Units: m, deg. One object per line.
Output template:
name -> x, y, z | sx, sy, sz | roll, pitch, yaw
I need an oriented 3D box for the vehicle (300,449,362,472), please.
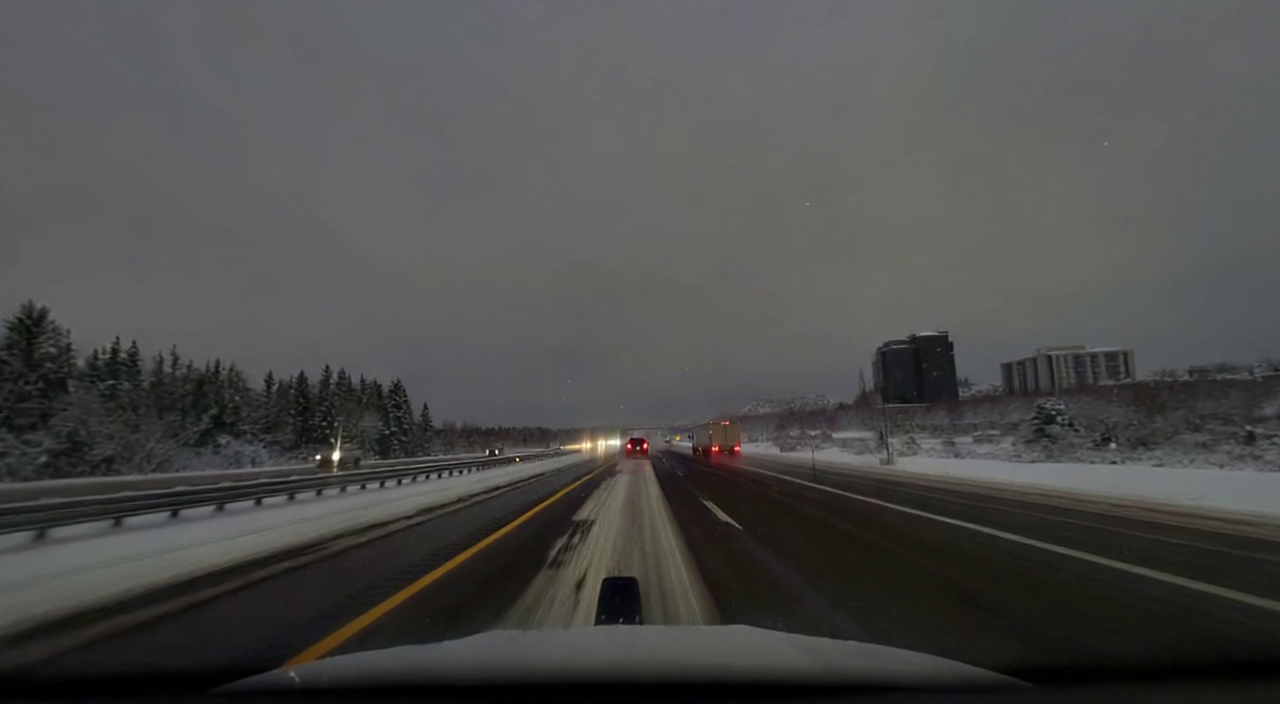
vehicle -> -21.666, 7.576, 44.447 | 1.911, 1.464, 4.716 | 0, -8, 1
